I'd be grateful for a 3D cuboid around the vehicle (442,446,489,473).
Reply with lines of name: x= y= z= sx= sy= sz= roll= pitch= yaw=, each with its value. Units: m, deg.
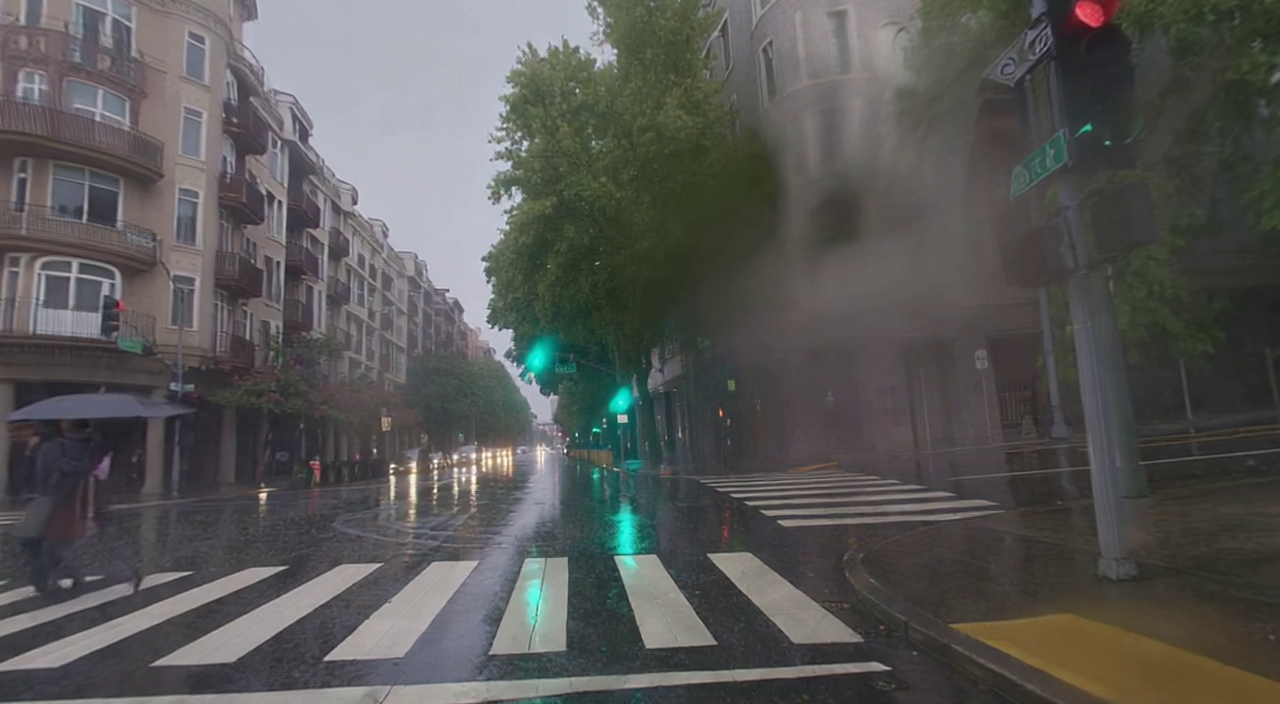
vehicle: x=-10.460 y=6.470 z=38.173 sx=2.196 sy=1.503 sz=4.371 roll=1 pitch=-8 yaw=-8
